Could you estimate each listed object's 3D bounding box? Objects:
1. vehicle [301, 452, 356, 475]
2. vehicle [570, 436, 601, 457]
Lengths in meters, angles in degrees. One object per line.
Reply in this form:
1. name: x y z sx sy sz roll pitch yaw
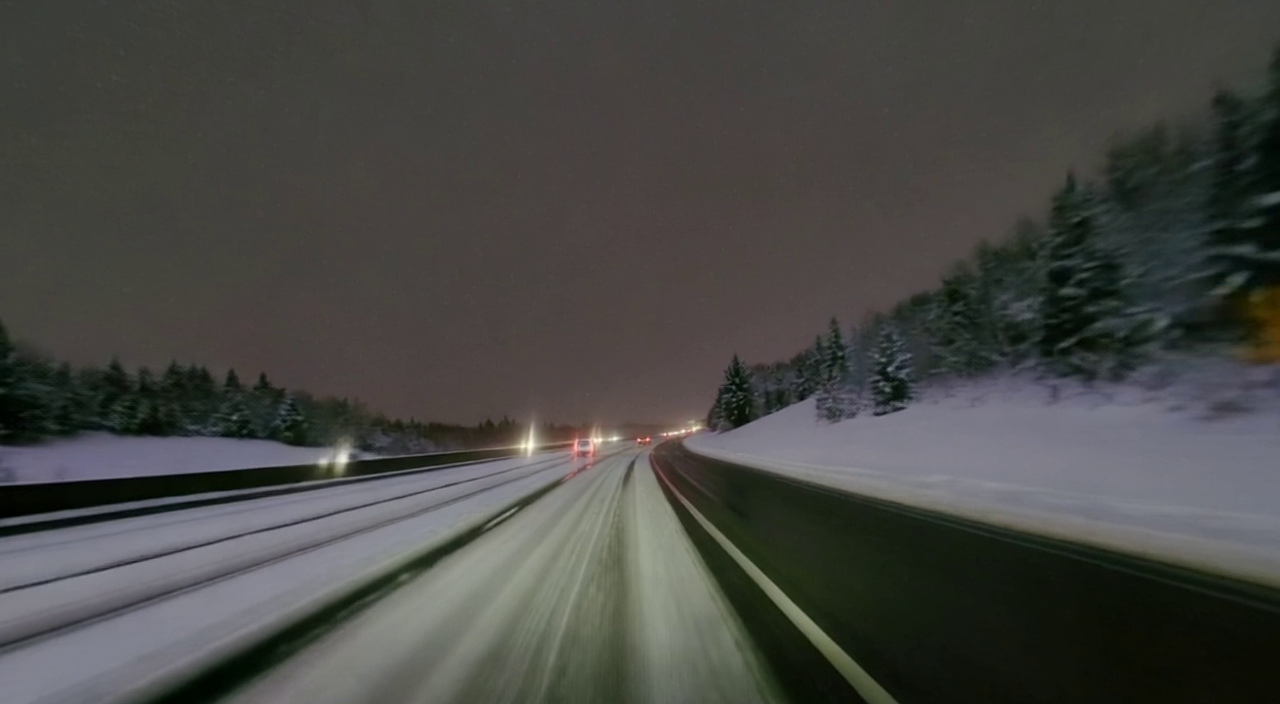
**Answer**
1. vehicle: -21.324 7.618 43.048 1.787 1.481 3.887 0 -9 0
2. vehicle: -4.213 7.453 49.232 1.998 1.584 4.005 0 -9 1
